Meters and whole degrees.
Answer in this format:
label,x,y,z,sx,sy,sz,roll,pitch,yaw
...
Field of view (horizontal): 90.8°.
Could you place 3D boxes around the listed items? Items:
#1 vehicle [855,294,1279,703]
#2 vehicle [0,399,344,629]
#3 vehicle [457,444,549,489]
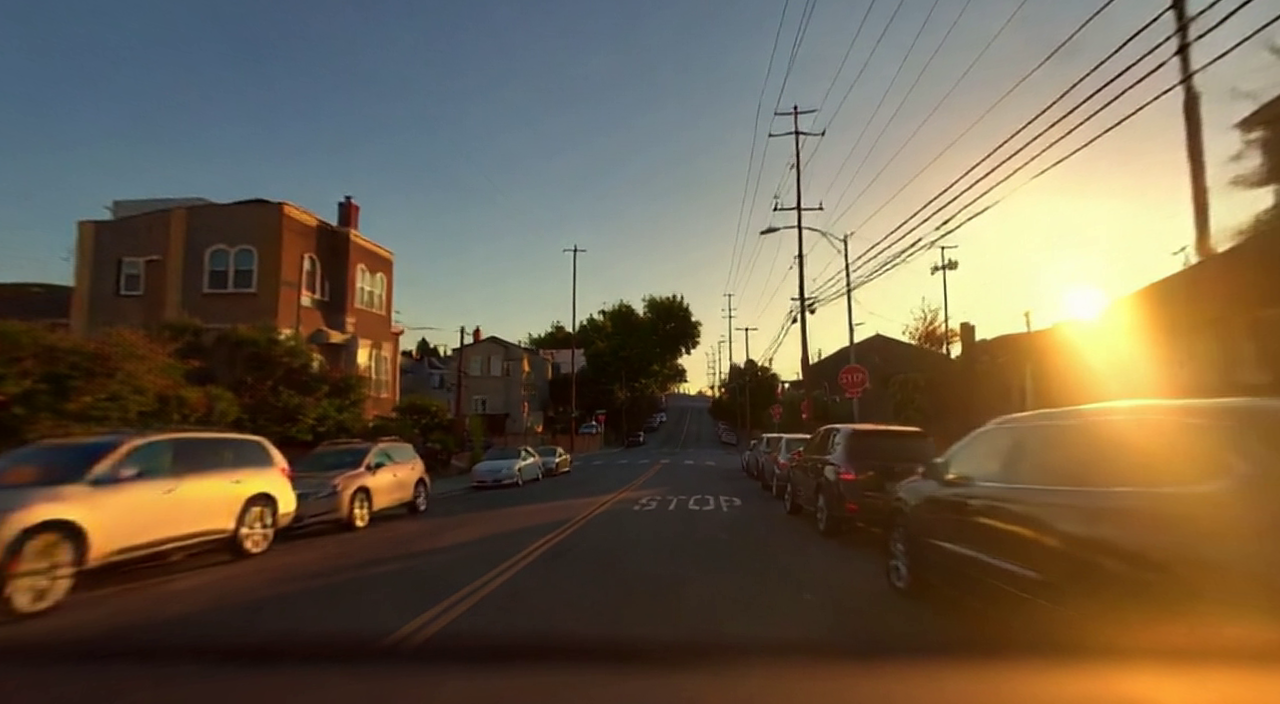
label,x,y,z,sx,sy,sz,roll,pitch,yaw
vehicle,3.169,1.028,3.771,2.251,1.824,5.504,-1,-8,5
vehicle,-6.451,1.728,7.795,2.359,1.947,5.833,-1,-8,5
vehicle,-4.866,4.107,23.189,2.098,1.454,4.449,-1,-8,4
